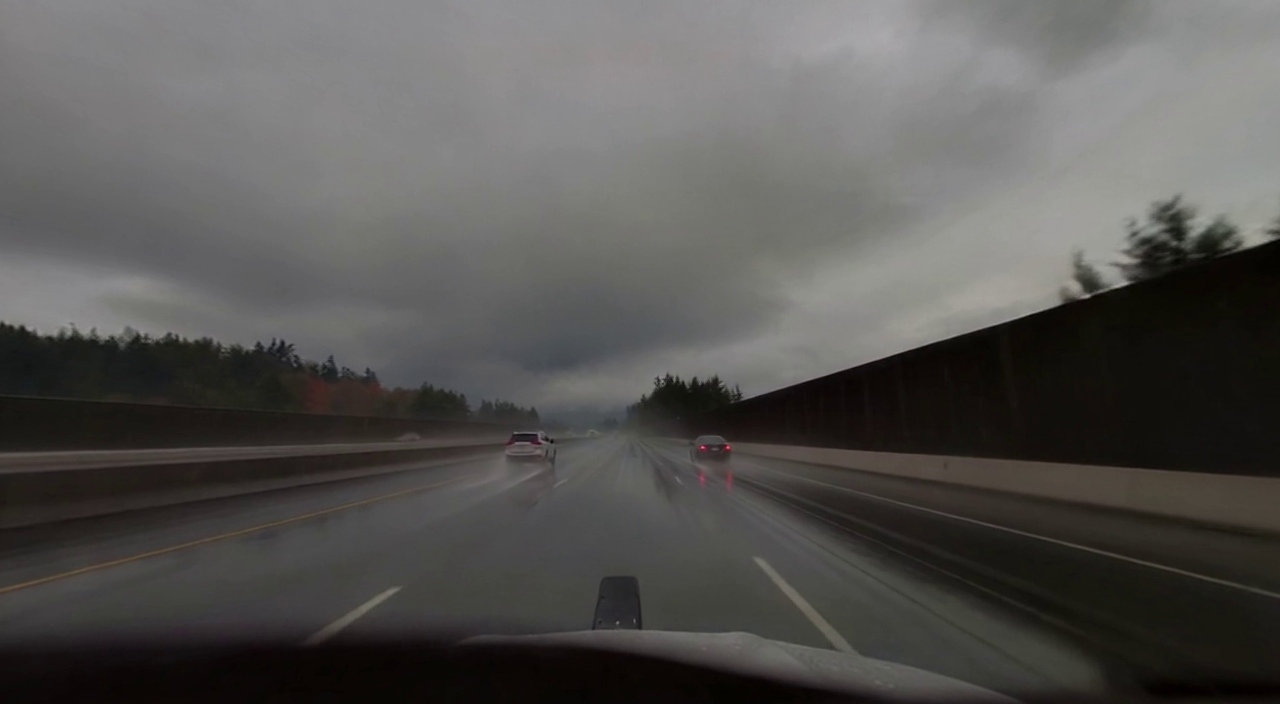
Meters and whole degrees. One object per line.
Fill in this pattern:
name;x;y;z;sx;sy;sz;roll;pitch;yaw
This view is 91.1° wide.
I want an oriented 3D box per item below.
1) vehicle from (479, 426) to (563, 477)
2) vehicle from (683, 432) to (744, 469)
vehicle;-4.169;3.548;22.779;2.219;1.660;4.153;0;-8;0
vehicle;3.222;4.407;28.534;2.077;1.523;4.539;0;-8;-2
